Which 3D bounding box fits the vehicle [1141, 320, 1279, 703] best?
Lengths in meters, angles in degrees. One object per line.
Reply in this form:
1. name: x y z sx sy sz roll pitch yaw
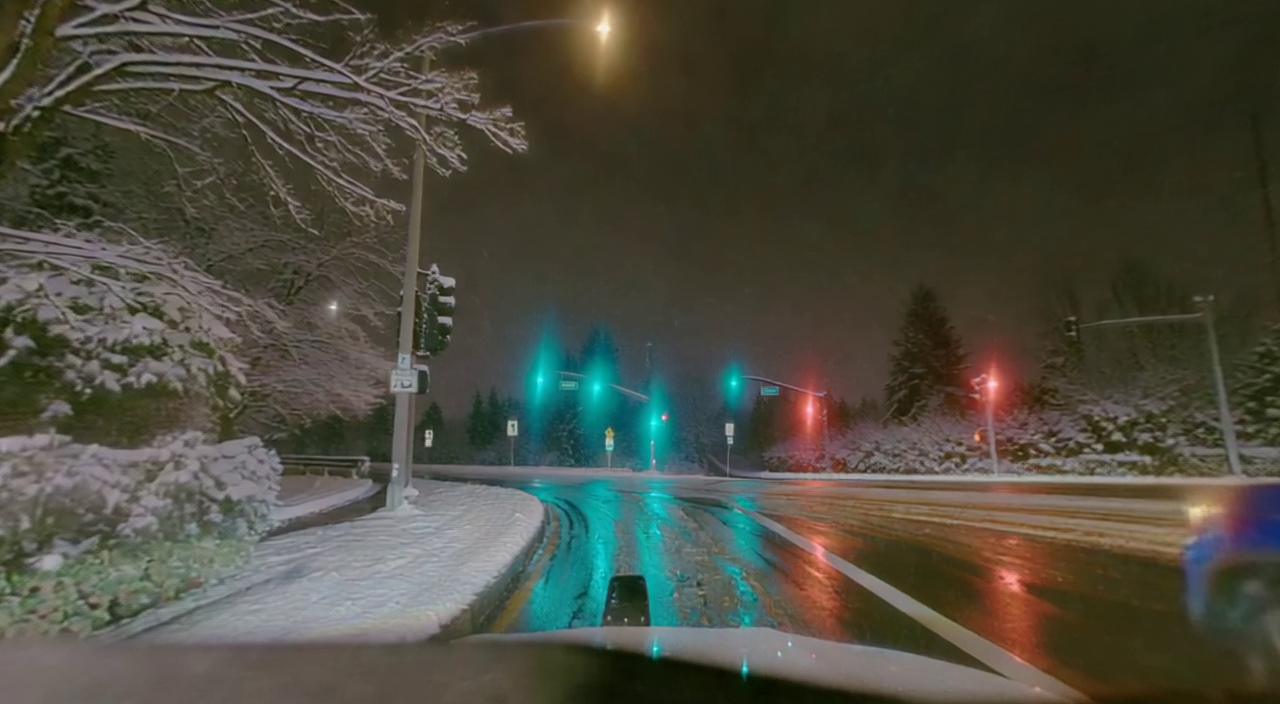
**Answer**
1. vehicle: 3.773 0.507 0.780 2.284 1.788 4.871 -1 -8 0
